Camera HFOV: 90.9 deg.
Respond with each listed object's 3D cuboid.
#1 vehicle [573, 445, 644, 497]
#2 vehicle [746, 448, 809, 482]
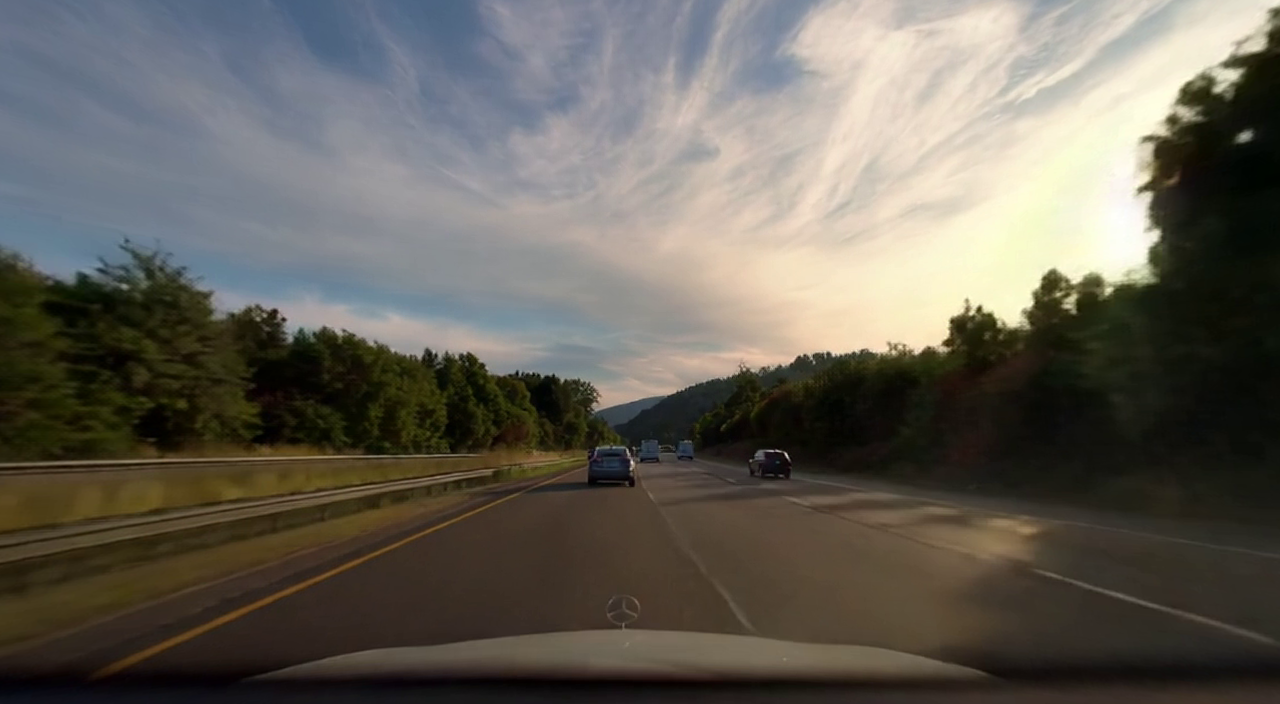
[{"bbox_3d":[-0.968,3.770,20.397,2.053,1.483,4.185,0,-9,-2],"label":"vehicle"},{"bbox_3d":[6.287,5.194,29.213,1.926,1.483,3.528,0,-9,-3],"label":"vehicle"}]
